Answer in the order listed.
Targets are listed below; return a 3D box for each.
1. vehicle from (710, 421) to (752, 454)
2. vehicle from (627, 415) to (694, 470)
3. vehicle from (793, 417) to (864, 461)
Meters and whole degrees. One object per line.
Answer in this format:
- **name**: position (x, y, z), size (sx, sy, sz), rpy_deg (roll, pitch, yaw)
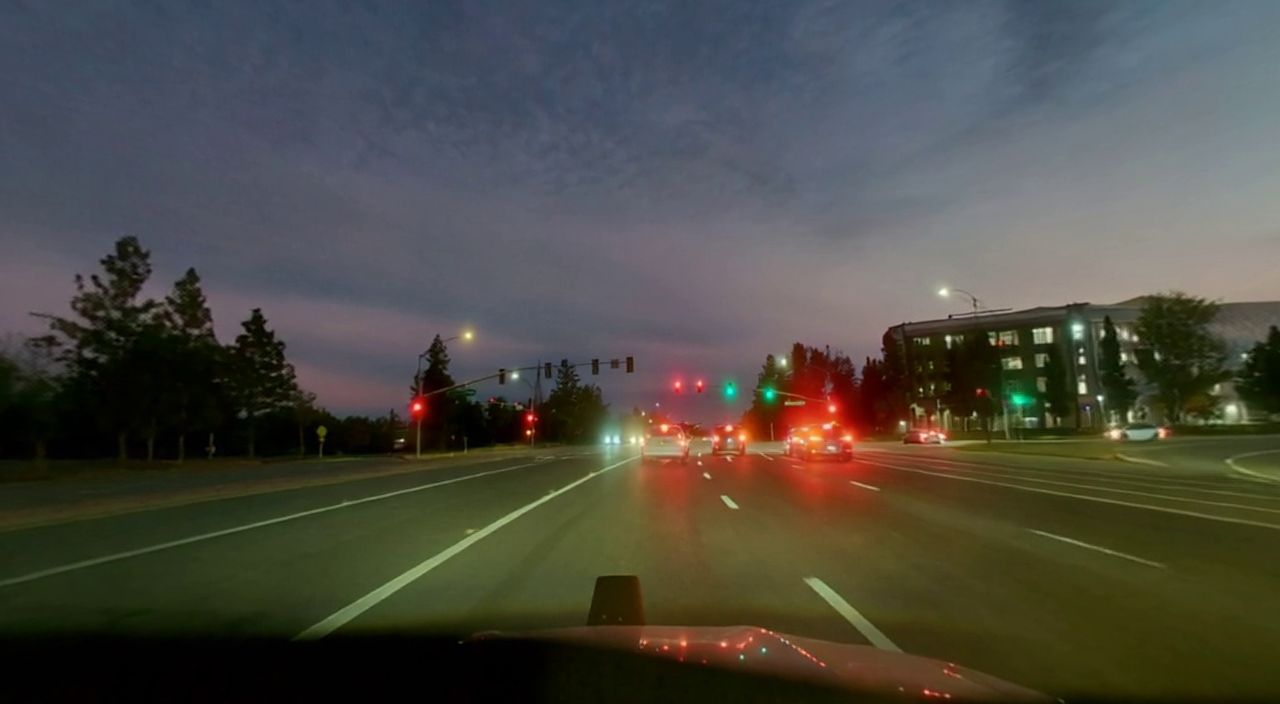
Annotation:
- **vehicle**: position (5.263, 5.044, 36.862), size (2.188, 1.774, 4.646), rpy_deg (-1, -9, 7)
- **vehicle**: position (0.775, 3.300, 22.999), size (2.211, 1.795, 4.179), rpy_deg (-1, -9, 3)
- **vehicle**: position (8.294, 3.898, 28.244), size (2.074, 1.791, 4.393), rpy_deg (-1, -9, 4)
